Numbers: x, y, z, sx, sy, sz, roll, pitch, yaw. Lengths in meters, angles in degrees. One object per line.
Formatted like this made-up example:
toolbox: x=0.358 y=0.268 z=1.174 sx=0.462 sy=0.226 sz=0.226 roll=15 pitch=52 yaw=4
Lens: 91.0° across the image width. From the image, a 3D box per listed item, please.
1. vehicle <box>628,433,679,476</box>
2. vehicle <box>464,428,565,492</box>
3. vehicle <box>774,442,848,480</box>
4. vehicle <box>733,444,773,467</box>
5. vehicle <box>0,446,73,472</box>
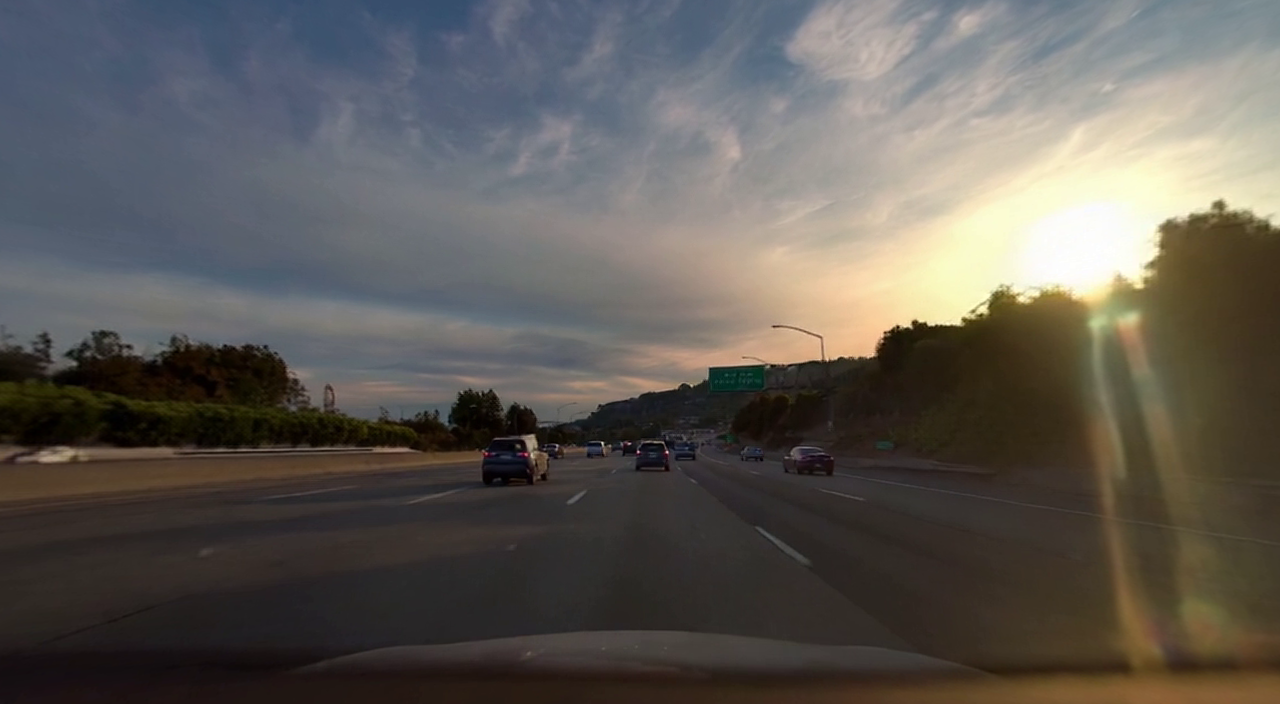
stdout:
vehicle: x=0.667 y=4.914 z=30.390 sx=2.270 sy=1.862 sz=4.949 roll=0 pitch=-9 yaw=1
vehicle: x=-3.762 y=3.347 z=19.723 sx=2.142 sy=1.759 sz=4.297 roll=0 pitch=-9 yaw=2
vehicle: x=7.261 y=4.675 z=27.181 sx=1.936 sy=1.480 sz=4.373 roll=0 pitch=-9 yaw=0
vehicle: x=7.884 y=7.251 z=44.257 sx=2.005 sy=1.456 sz=4.287 roll=0 pitch=-9 yaw=0
vehicle: x=-38.365 y=6.575 z=38.889 sx=1.897 sy=1.528 sz=4.789 roll=-1 pitch=-9 yaw=5
